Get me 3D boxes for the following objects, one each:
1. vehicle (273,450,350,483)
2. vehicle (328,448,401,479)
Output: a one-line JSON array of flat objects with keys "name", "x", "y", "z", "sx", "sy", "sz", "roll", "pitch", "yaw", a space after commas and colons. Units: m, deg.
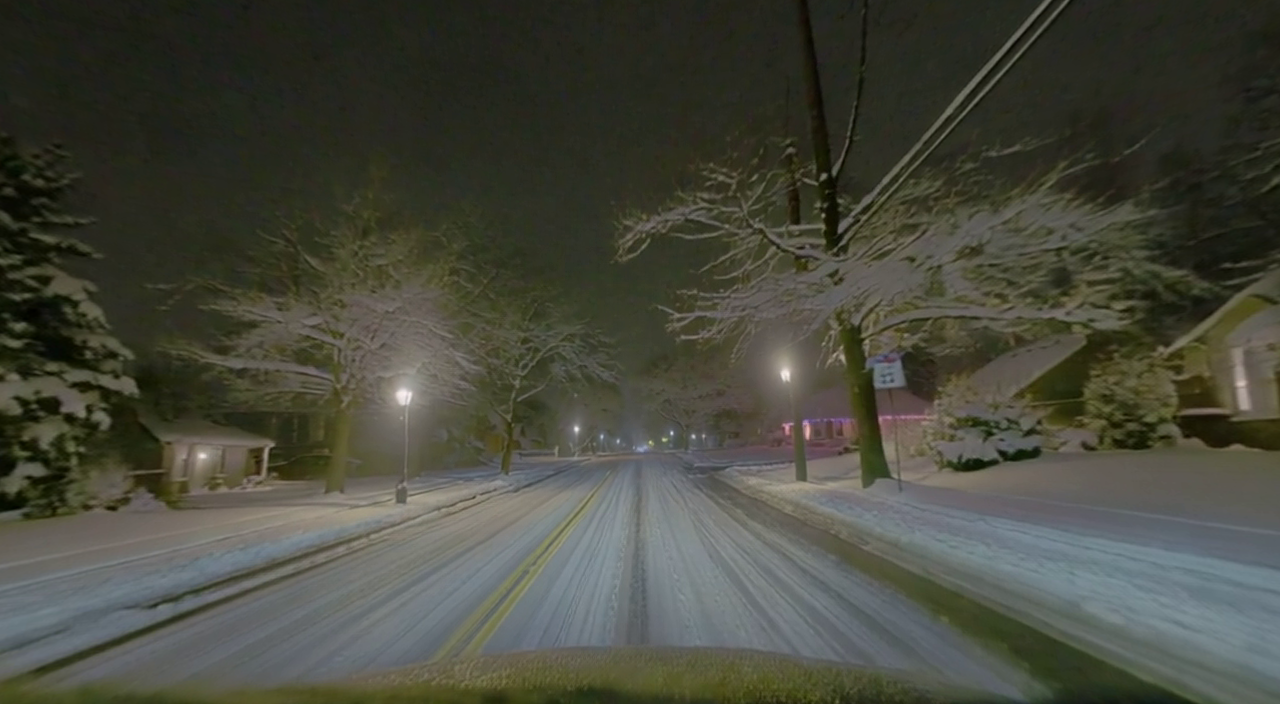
[{"name": "vehicle", "x": -17.707, "y": 6.148, "z": 34.221, "sx": 1.903, "sy": 1.500, "sz": 4.214, "roll": -1, "pitch": -7, "yaw": 1}, {"name": "vehicle", "x": -14.837, "y": 6.022, "z": 34.276, "sx": 1.830, "sy": 1.495, "sz": 4.641, "roll": 0, "pitch": -8, "yaw": 1}]
